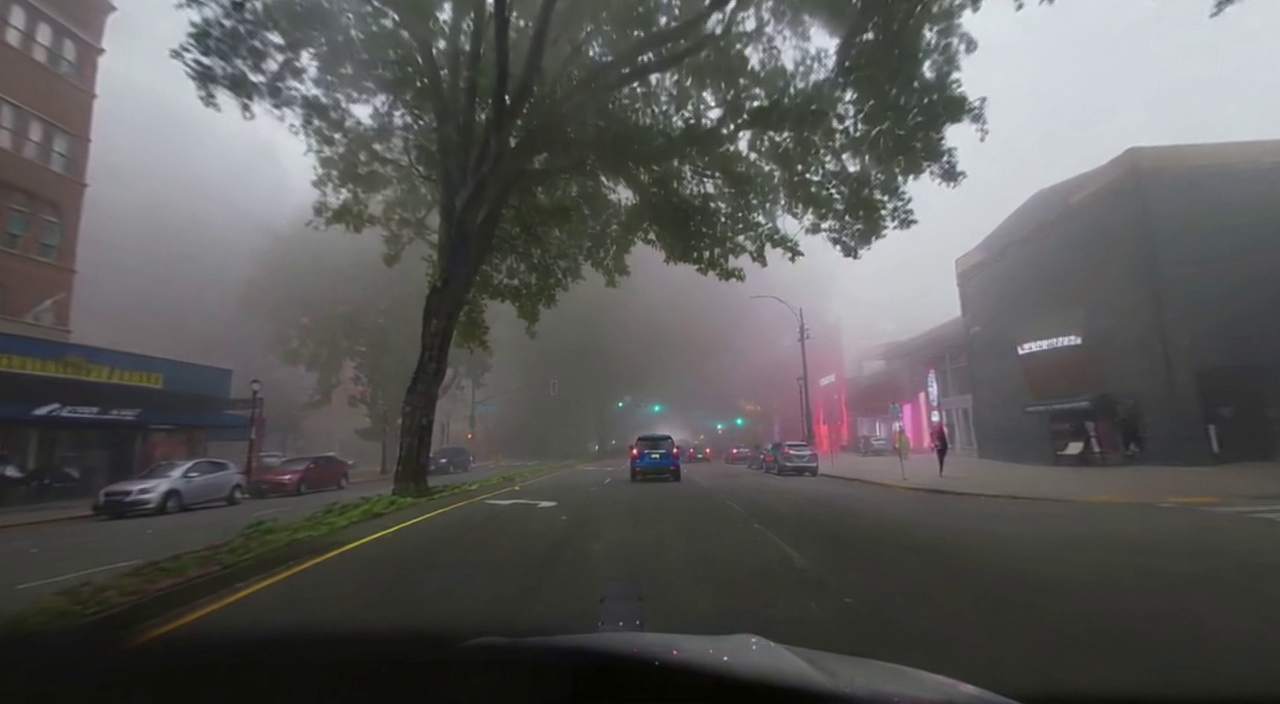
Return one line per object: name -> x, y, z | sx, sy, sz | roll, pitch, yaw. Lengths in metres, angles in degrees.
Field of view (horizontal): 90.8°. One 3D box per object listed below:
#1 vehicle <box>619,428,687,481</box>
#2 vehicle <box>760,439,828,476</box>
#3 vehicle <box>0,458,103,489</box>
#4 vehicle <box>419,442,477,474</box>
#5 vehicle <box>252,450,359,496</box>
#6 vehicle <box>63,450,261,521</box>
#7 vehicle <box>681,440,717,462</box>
vehicle -> 0.494, 3.936, 24.507 | 2.382, 1.796, 4.610 | -1, -8, 1
vehicle -> 6.778, 4.698, 28.354 | 2.048, 1.484, 4.709 | -1, -8, 2
vehicle -> -34.698, 7.088, 37.129 | 1.982, 1.610, 4.620 | -3, -9, 3
vehicle -> -12.949, 7.145, 42.971 | 2.197, 1.985, 5.183 | -1, -8, 2
vehicle -> -13.473, 4.876, 25.802 | 1.934, 1.639, 4.387 | -1, -8, 1
vehicle -> -13.542, 3.749, 18.390 | 2.148, 1.694, 4.561 | -2, -8, 1
vehicle -> 4.180, 7.101, 45.460 | 2.209, 1.478, 4.138 | -1, -8, 1
